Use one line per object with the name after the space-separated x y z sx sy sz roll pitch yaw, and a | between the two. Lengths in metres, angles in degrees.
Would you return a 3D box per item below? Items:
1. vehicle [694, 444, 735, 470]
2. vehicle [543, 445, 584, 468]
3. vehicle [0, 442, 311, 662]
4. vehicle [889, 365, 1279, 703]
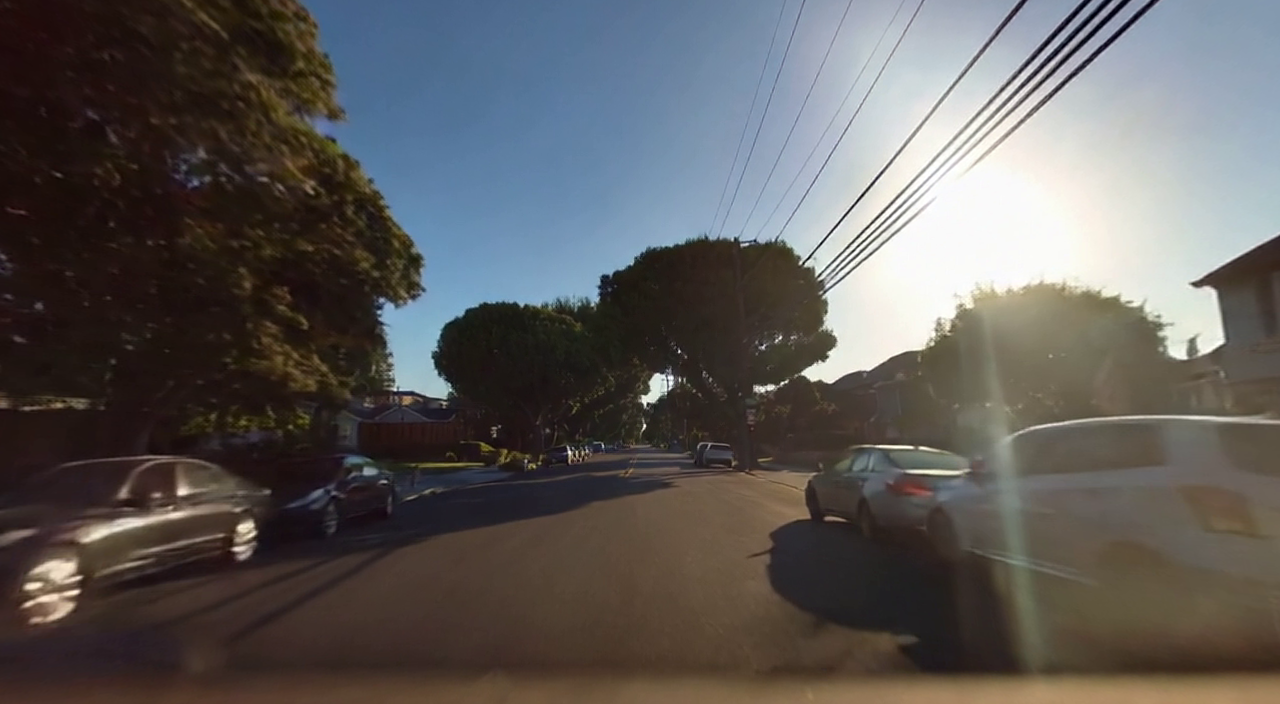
4.296 6.155 37.050 1.851 1.438 4.177 0 -9 0 | vehicle
-5.496 7.577 45.849 2.231 1.492 4.727 0 -8 1 | vehicle
-5.435 1.665 6.319 1.904 1.504 4.530 0 -8 -1 | vehicle
4.029 1.244 5.102 1.874 1.747 4.786 0 -9 -3 | vehicle
